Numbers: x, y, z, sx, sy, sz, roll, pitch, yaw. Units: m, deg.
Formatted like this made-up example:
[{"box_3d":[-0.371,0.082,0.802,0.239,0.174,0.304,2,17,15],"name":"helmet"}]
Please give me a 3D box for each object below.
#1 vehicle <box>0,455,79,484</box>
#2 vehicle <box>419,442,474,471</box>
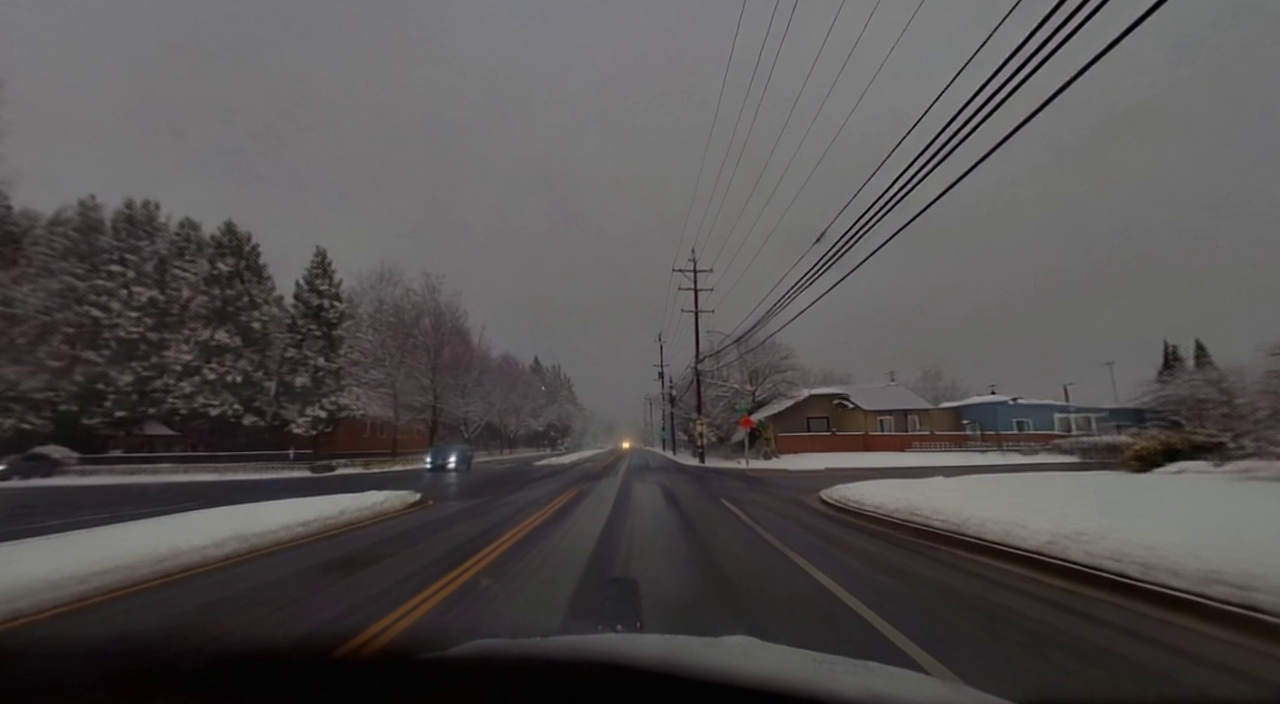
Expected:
[{"box_3d":[-31.174,5.869,31.581,4.267,1.381,1.786,1,-9,-6],"name":"vehicle"},{"box_3d":[-12.047,6.510,39.640,2.072,1.680,4.705,0,-9,-1],"name":"vehicle"}]
